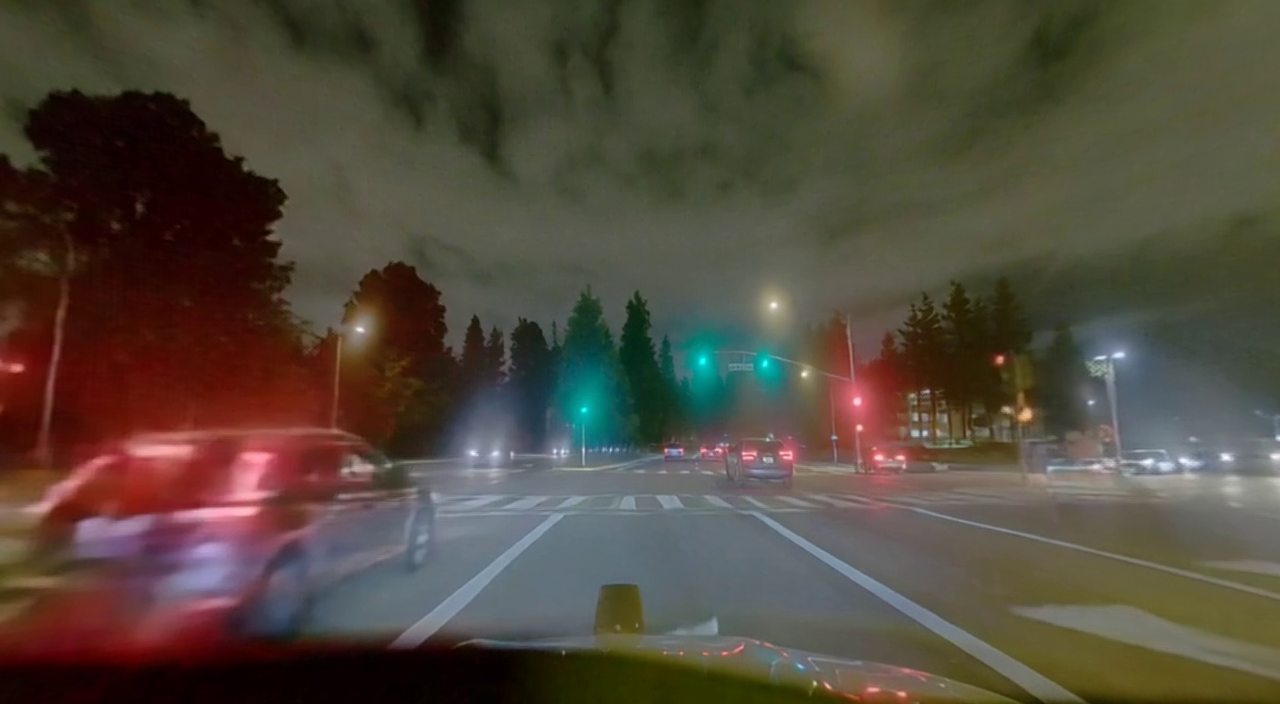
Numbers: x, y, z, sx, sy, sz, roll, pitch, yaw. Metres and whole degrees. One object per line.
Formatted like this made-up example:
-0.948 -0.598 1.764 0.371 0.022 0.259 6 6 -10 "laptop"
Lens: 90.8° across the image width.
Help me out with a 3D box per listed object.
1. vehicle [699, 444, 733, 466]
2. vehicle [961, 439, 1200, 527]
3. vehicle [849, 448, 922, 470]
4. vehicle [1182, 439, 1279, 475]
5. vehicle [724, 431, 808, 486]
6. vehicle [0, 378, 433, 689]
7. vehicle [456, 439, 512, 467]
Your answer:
5.226 7.159 44.179 2.064 1.474 4.389 0 -9 3 "vehicle"
8.631 2.564 12.967 1.949 1.492 4.103 0 -9 0 "vehicle"
18.043 7.853 46.681 2.040 1.472 4.846 5 -10 -28 "vehicle"
34.029 5.914 35.753 5.840 1.902 2.220 3 -9 -18 "vehicle"
4.555 3.945 23.665 2.209 1.813 4.724 0 -9 1 "vehicle"
-3.762 1.403 6.099 2.258 1.812 4.650 1 -9 -5 "vehicle"
-10.391 6.743 42.426 2.155 1.768 4.904 -1 -9 4 "vehicle"
